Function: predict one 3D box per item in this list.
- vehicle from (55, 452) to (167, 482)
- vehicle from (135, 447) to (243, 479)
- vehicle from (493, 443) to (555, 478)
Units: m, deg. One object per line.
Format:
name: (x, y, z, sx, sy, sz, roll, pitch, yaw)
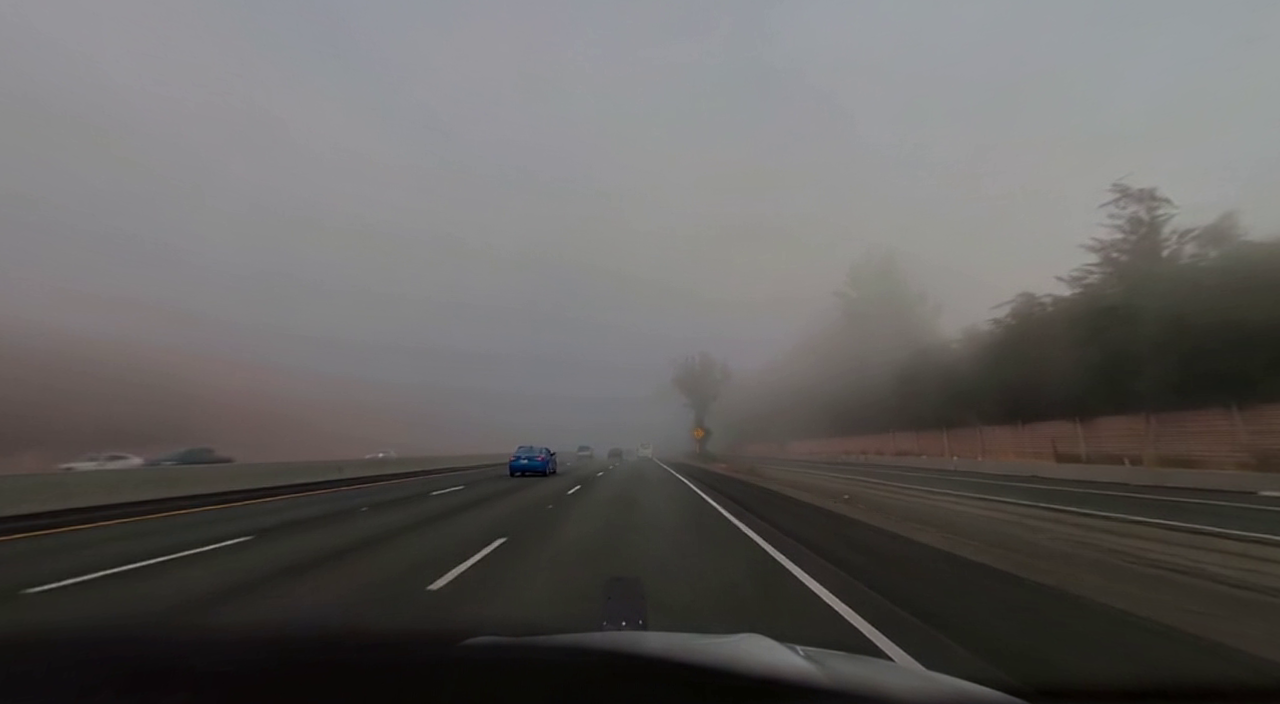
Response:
vehicle: (-31.592, 6.835, 37.905, 2.112, 1.614, 5.219, 0, -8, 2)
vehicle: (-24.056, 5.897, 33.942, 1.912, 1.541, 5.158, 0, -8, 1)
vehicle: (-5.405, 5.099, 30.033, 2.081, 1.514, 4.943, 0, -8, 0)
